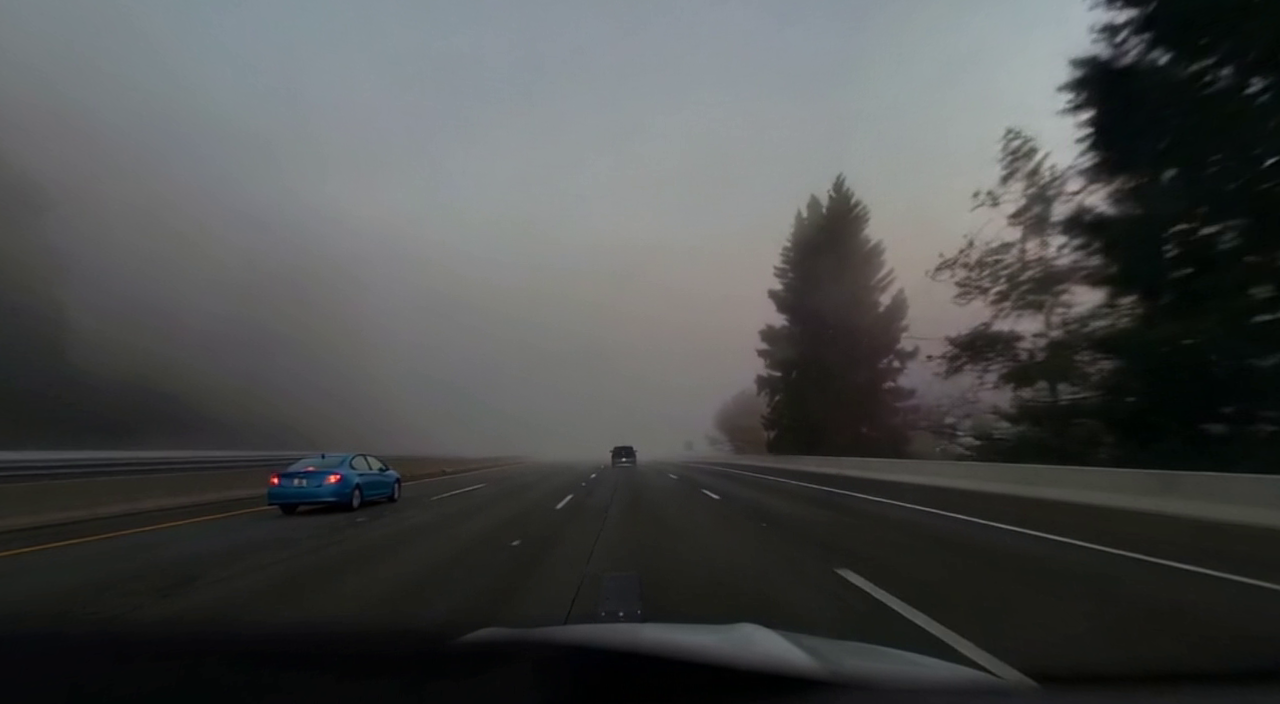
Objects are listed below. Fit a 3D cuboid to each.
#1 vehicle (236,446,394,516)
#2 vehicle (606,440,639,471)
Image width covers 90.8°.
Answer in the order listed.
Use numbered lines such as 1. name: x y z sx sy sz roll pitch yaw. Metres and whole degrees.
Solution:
1. vehicle: -7.764 3.074 15.595 1.915 1.479 3.843 0 -9 -1
2. vehicle: -1.176 6.684 40.824 1.990 1.878 4.079 0 -9 -3
